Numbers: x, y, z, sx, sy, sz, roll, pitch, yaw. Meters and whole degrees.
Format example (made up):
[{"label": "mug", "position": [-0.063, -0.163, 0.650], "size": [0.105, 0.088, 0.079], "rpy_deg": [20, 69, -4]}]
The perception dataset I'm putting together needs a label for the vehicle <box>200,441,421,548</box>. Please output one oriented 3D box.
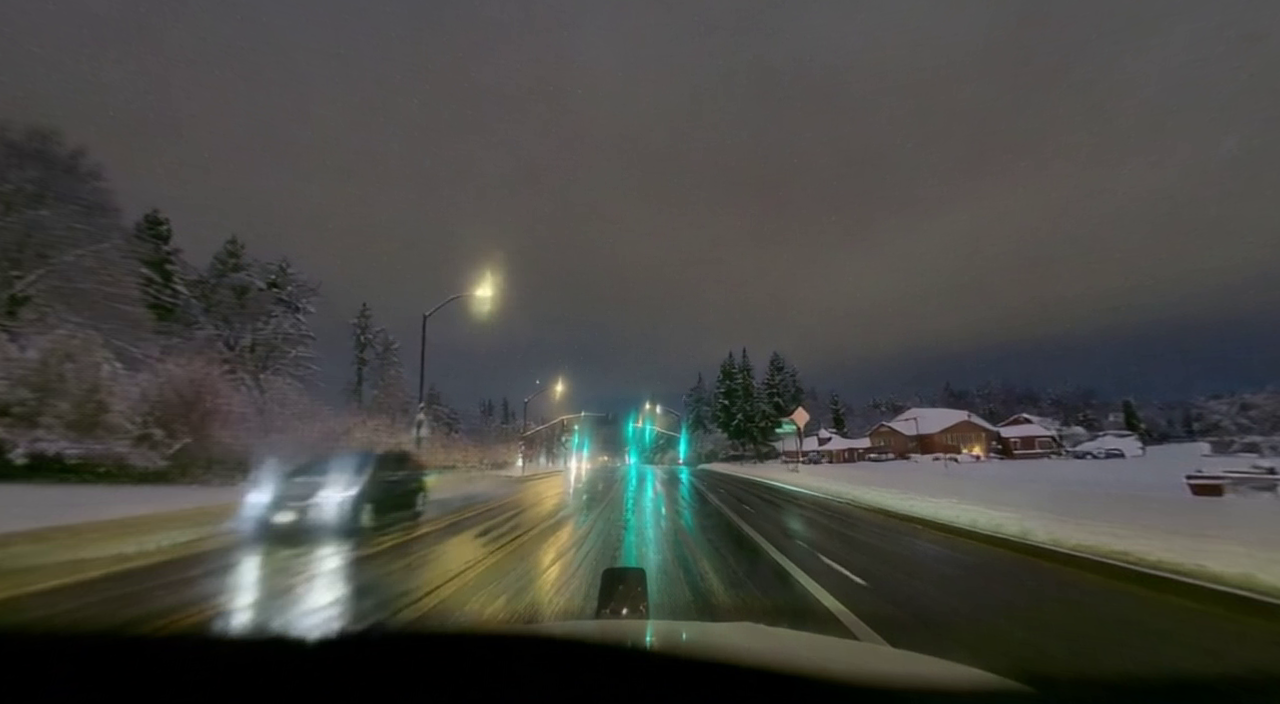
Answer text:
[{"label": "vehicle", "position": [-5.508, 2.376, 11.222], "size": [1.816, 1.543, 3.931], "rpy_deg": [0, -8, 0]}]
